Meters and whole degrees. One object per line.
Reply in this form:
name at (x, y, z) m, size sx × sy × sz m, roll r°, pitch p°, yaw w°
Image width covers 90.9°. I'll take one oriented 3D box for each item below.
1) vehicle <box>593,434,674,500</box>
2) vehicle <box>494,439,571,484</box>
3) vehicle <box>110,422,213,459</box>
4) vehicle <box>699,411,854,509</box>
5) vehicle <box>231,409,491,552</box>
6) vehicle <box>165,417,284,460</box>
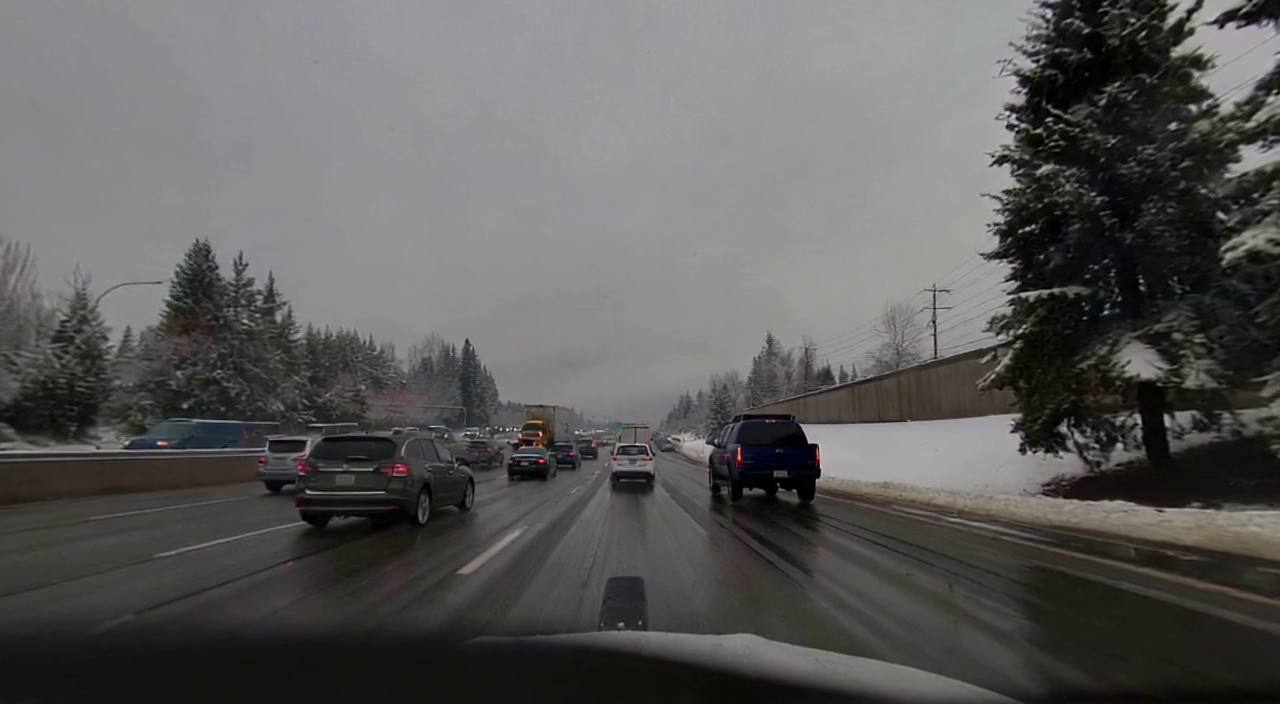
vehicle at (-0.182, 3.228, 18.176) m, size 2.092 × 1.671 × 3.889 m, roll 0°, pitch -8°, yaw 0°
vehicle at (-3.910, 4.065, 23.809) m, size 2.049 × 1.530 × 4.707 m, roll 0°, pitch -8°, yaw 0°
vehicle at (-24.481, 4.589, 32.505) m, size 2.056 × 1.752 × 4.276 m, roll 0°, pitch -8°, yaw -2°
vehicle at (3.277, 2.798, 16.832) m, size 2.793 × 2.132 × 5.682 m, roll 0°, pitch -8°, yaw -1°
vehicle at (-3.941, 1.894, 9.986) m, size 2.026 × 1.719 × 4.490 m, roll 0°, pitch -8°, yaw 0°
vehicle at (-20.597, 4.373, 31.669) m, size 2.071 × 1.972 × 5.676 m, roll 0°, pitch -8°, yaw 0°
